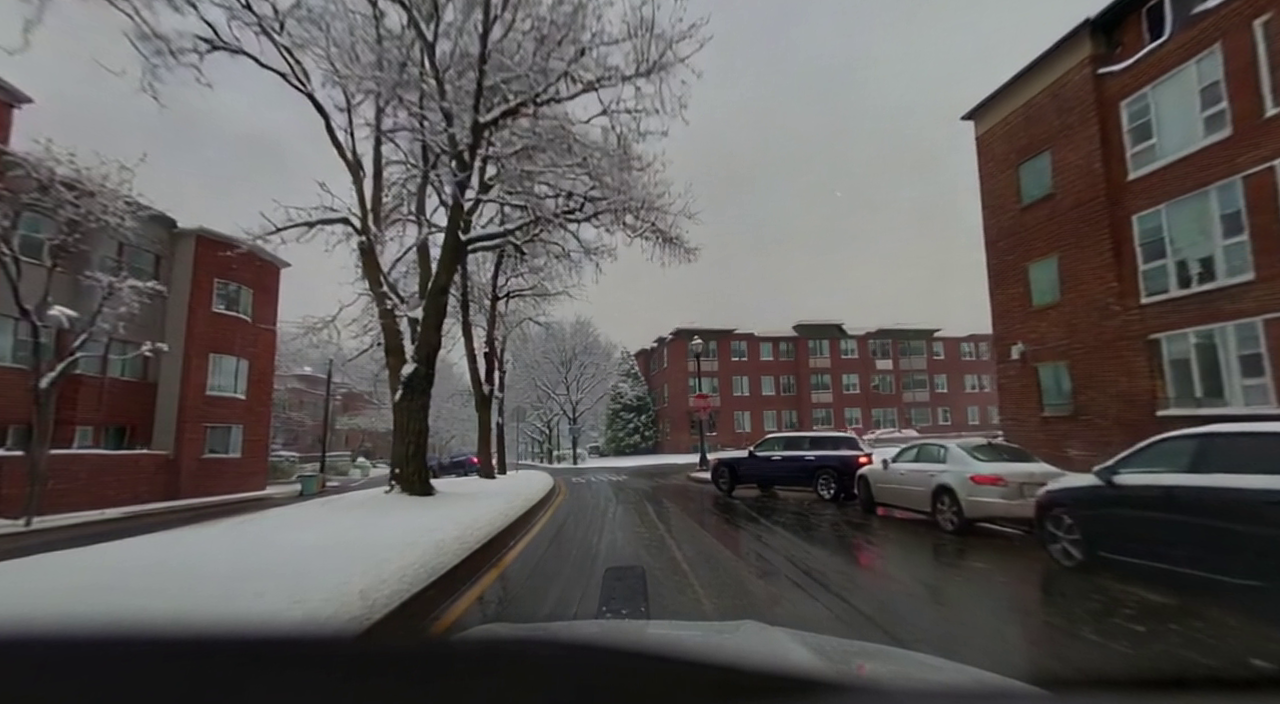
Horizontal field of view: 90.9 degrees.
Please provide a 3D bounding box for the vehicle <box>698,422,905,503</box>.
[{"bbox_3d":[3.613,2.659,15.150,2.065,1.529,4.709,1,-10,-28],"label":"vehicle"}]

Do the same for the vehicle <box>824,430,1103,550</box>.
[{"bbox_3d":[4.784,2.073,10.435,1.758,1.454,5.088,0,-8,-2],"label":"vehicle"}]

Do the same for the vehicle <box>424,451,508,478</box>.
[{"bbox_3d":[-10.681,6.861,38.652,4.654,1.503,1.951,-3,-8,19],"label":"vehicle"}]

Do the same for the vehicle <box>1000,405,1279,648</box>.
[{"bbox_3d":[4.988,1.186,4.517,1.989,1.503,4.594,0,-9,-2],"label":"vehicle"}]
